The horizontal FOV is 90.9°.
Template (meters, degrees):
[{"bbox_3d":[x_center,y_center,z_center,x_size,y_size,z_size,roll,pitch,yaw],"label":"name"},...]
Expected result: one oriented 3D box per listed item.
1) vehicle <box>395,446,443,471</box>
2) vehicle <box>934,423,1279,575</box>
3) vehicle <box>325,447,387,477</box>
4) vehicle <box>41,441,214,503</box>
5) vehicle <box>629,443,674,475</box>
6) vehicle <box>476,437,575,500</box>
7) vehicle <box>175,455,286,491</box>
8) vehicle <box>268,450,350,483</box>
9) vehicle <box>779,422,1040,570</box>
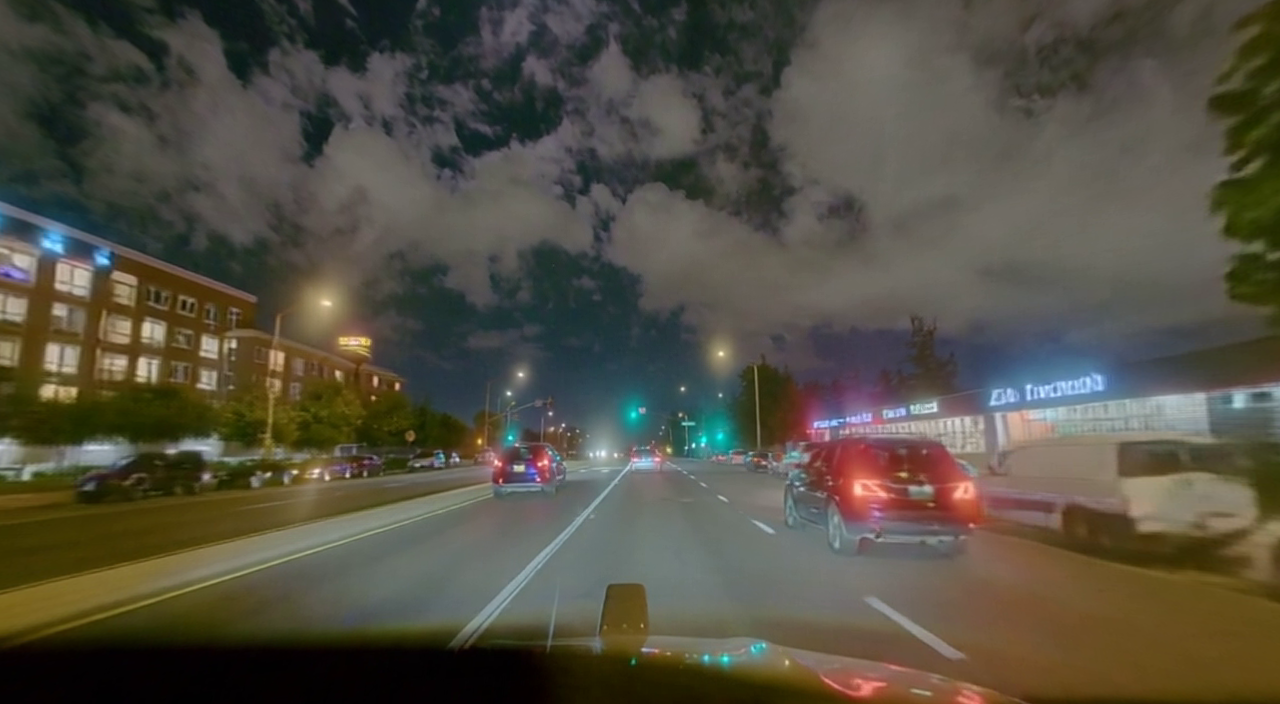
[{"bbox_3d":[-16.591,7.984,47.503,2.001,1.760,4.329,-2,-9,1],"label":"vehicle"},{"bbox_3d":[7.089,2.141,10.216,2.061,1.773,5.476,0,-8,1],"label":"vehicle"},{"bbox_3d":[-16.729,6.463,37.377,1.825,1.560,4.109,-2,-8,-1],"label":"vehicle"},{"bbox_3d":[-16.880,3.913,21.166,2.089,1.756,4.486,-2,-8,-1],"label":"vehicle"},{"bbox_3d":[0.538,5.310,31.468,2.103,1.468,4.094,0,-8,0],"label":"vehicle"},{"bbox_3d":[-3.001,3.139,17.382,1.860,1.510,4.073,0,-8,1],"label":"vehicle"},{"bbox_3d":[-16.869,4.976,26.267,1.668,1.298,4.337,0,-8,1],"label":"vehicle"},{"bbox_3d":[-16.825,5.797,32.285,1.854,1.466,4.377,-2,-8,0],"label":"vehicle"},{"bbox_3d":[3.443,1.901,9.042,1.987,1.637,3.896,0,-8,0],"label":"vehicle"}]
